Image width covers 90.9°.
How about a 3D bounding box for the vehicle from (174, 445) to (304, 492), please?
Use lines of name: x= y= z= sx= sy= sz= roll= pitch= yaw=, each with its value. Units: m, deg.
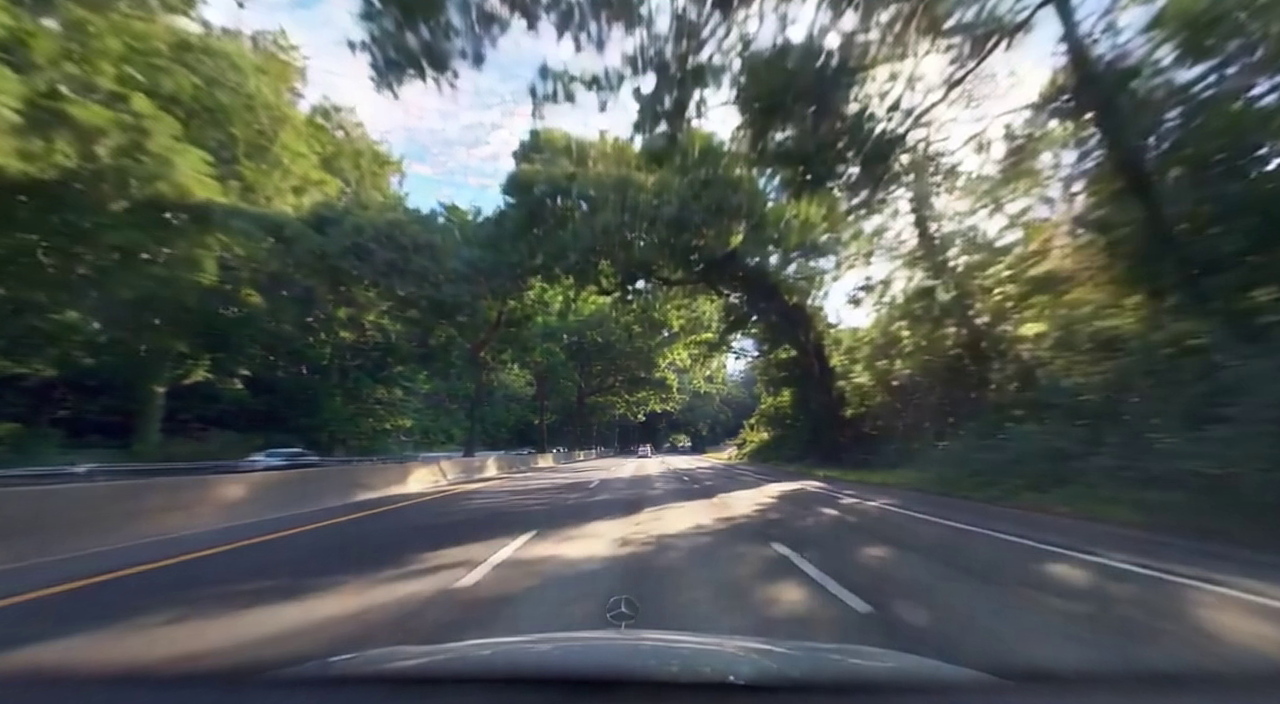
vehicle: x=-15.352 y=4.455 z=24.468 sx=2.083 sy=1.635 sz=4.412 roll=0 pitch=-9 yaw=0
